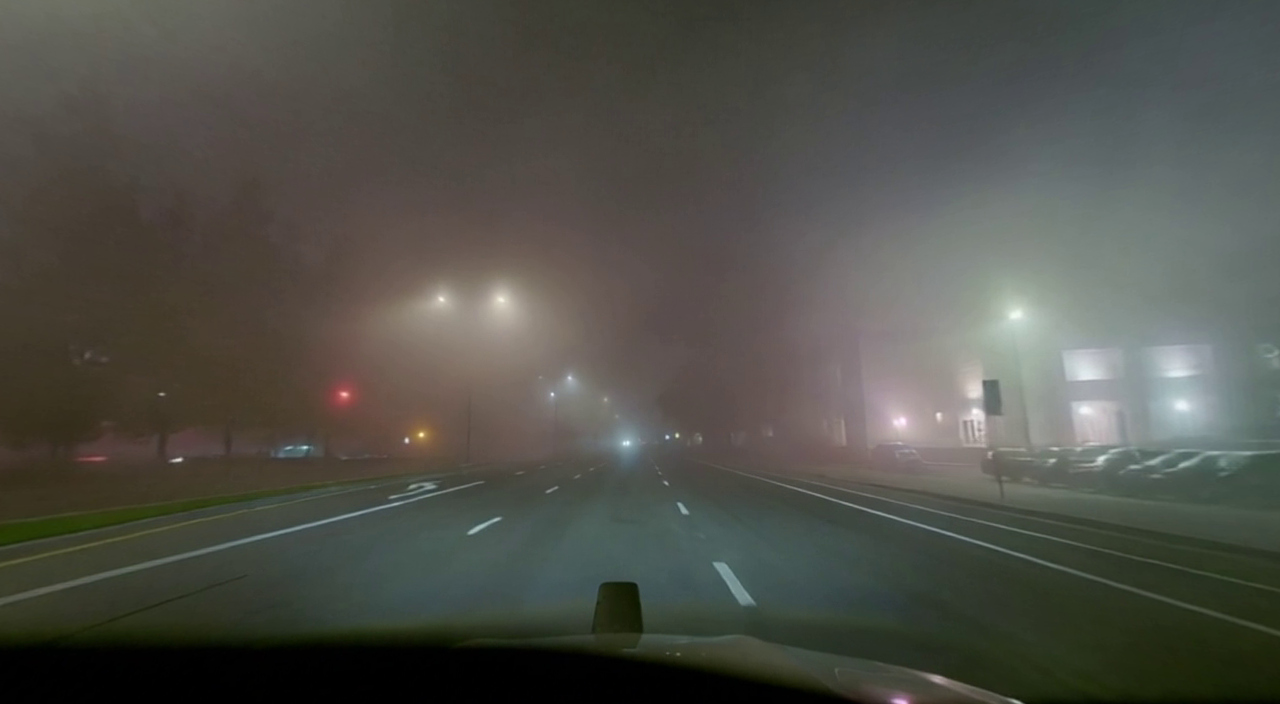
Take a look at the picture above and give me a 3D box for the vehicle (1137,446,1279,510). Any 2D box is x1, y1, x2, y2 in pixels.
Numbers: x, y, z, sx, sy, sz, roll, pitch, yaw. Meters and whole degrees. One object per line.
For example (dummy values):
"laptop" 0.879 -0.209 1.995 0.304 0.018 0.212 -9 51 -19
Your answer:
"vehicle" 14.997 3.026 15.443 3.938 1.427 1.989 0 -9 -3

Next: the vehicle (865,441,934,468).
"vehicle" 15.266 6.041 37.330 1.931 1.475 4.671 0 -9 -3
